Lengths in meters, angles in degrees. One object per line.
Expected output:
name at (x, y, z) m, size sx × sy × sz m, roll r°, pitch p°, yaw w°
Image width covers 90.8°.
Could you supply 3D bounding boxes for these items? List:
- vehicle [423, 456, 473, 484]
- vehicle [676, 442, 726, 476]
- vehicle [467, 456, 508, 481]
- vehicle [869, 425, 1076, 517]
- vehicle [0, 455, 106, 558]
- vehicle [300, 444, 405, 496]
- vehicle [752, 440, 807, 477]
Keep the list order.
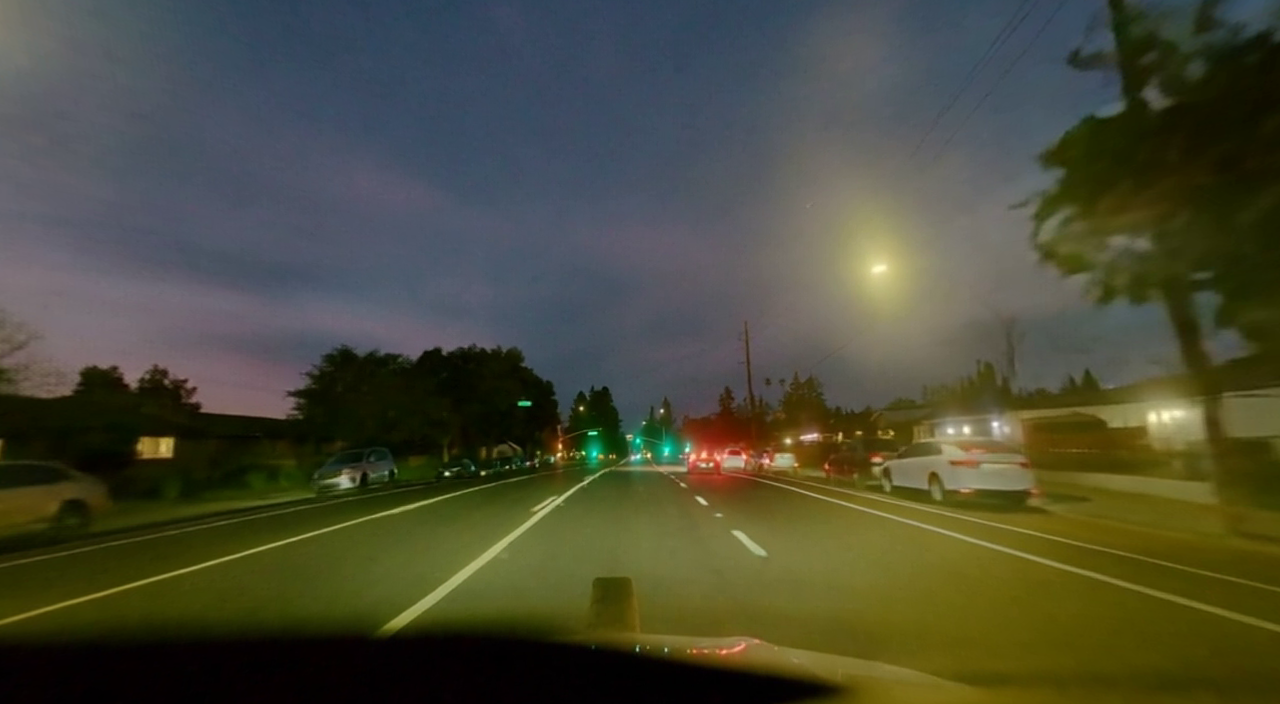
vehicle at (-11.774, 7.238, 39.037) m, size 1.809 × 1.476 × 4.423 m, roll 0°, pitch -8°, yaw -2°
vehicle at (3.052, 5.461, 32.504) m, size 1.951 × 1.620 × 4.582 m, roll 0°, pitch -8°, yaw -2°
vehicle at (-11.805, 9.013, 49.100) m, size 1.888 × 1.668 × 5.052 m, roll 0°, pitch -8°, yaw 0°
vehicle at (7.484, 2.715, 15.030) m, size 2.071 × 1.793 × 5.072 m, roll 0°, pitch -8°, yaw -1°
vehicle at (-11.536, 2.535, 10.123) m, size 1.953 × 1.649 × 4.648 m, roll 0°, pitch -8°, yaw -2°
vehicle at (-11.600, 4.741, 25.903) m, size 2.181 × 1.920 × 4.570 m, roll 0°, pitch -8°, yaw -1°
vehicle at (7.514, 5.786, 34.576) m, size 1.873 × 1.867 × 4.673 m, roll 0°, pitch -8°, yaw -1°
